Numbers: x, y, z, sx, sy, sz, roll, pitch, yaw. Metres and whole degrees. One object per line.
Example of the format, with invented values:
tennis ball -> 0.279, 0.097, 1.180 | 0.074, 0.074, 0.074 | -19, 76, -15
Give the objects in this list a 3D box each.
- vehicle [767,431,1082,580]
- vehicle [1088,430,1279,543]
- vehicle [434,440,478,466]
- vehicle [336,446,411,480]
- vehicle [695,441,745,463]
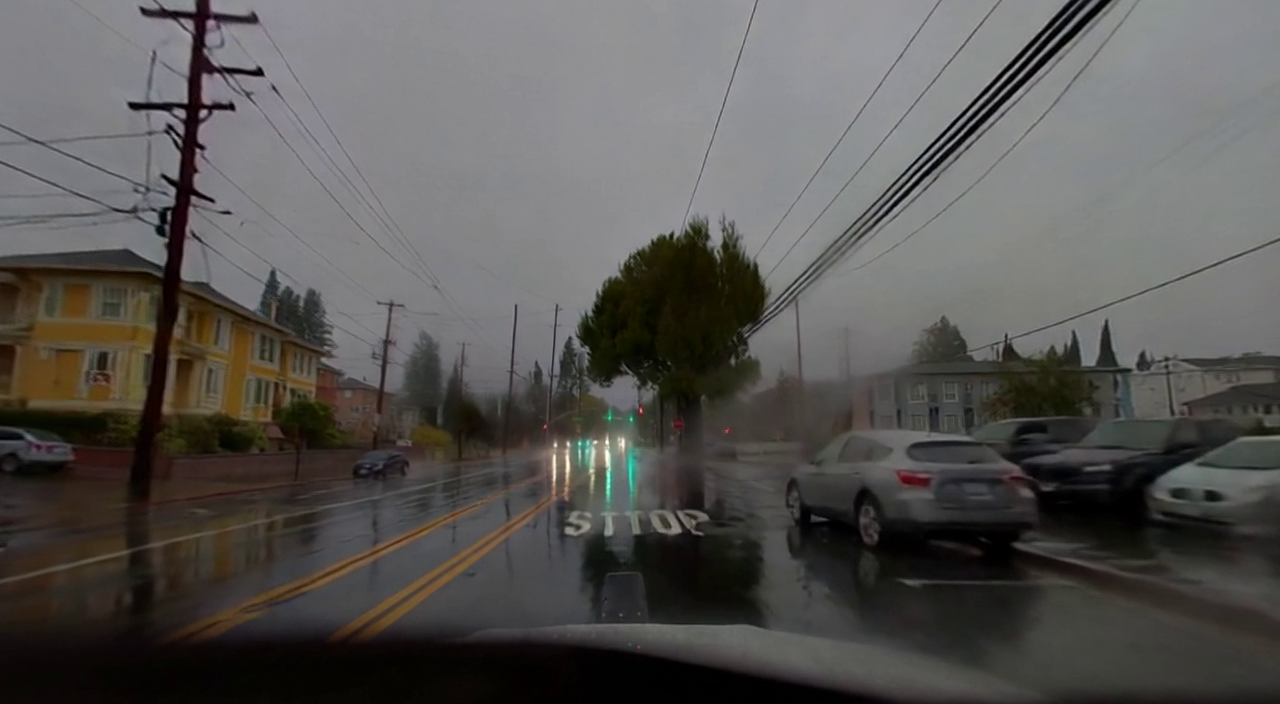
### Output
vehicle -> 3.293, 1.855, 8.623 | 1.917, 1.434, 4.733 | 0, -8, -3
vehicle -> 9.486, 1.870, 8.988 | 4.658, 1.465, 2.025 | -4, -9, 24
vehicle -> -13.640, 7.521, 47.122 | 1.940, 1.789, 5.086 | 0, -8, -2
vehicle -> -12.747, 5.310, 30.534 | 1.957, 1.459, 4.913 | 1, -8, -6
vehicle -> 5.683, 7.205, 45.632 | 2.081, 1.496, 4.490 | 2, -9, -14
